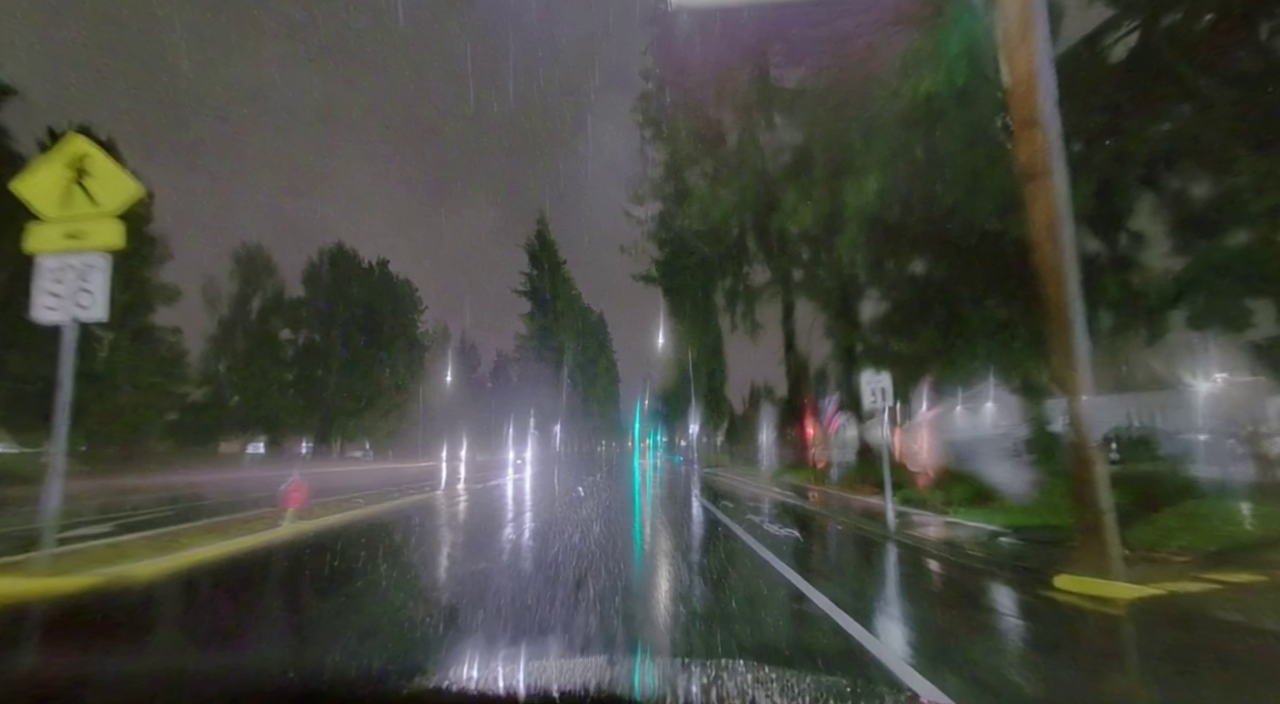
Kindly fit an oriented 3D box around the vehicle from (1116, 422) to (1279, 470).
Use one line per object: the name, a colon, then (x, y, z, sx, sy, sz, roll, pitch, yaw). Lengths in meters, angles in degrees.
vehicle: (20.121, 3.447, 22.951, 1.963, 1.466, 4.355, -3, -9, -1)
